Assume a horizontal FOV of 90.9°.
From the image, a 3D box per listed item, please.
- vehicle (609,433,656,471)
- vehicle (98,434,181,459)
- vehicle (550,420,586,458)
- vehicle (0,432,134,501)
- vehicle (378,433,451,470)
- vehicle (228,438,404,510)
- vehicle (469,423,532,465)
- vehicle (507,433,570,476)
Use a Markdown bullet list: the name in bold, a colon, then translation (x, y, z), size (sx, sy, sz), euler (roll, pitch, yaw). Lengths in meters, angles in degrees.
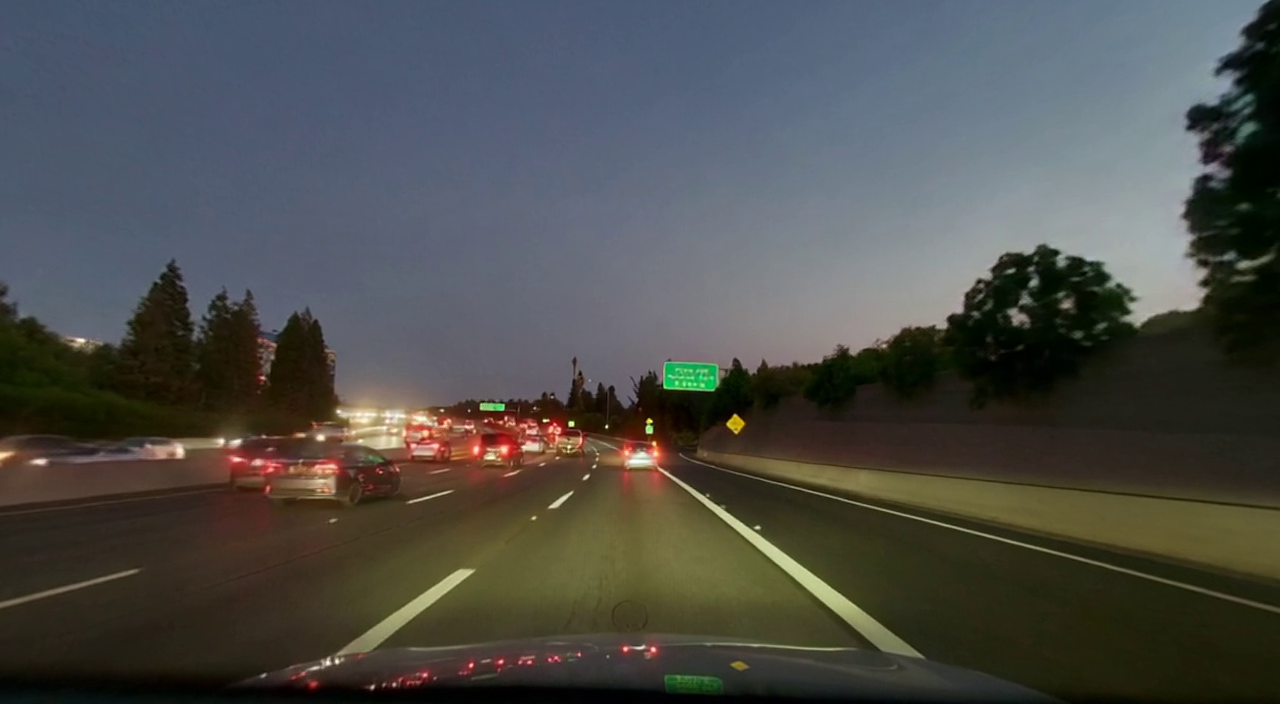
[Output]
- **vehicle**: translation (-0.387, 4.740, 29.990), size (2.092, 1.671, 3.772), euler (0, -8, -2)
- **vehicle**: translation (-32.583, 6.176, 41.265), size (1.844, 1.520, 4.578), euler (0, -8, -3)
- **vehicle**: translation (-5.381, 6.604, 47.702), size (2.279, 2.672, 5.256), euler (0, -8, -2)
- **vehicle**: translation (-15.870, 2.902, 16.333), size (1.926, 1.587, 4.354), euler (0, -8, -1)
- **vehicle**: translation (-11.818, 5.262, 33.486), size (2.079, 1.807, 5.187), euler (0, -8, -2)
- **vehicle**: translation (-7.563, 2.854, 15.321), size (1.896, 1.465, 4.399), euler (0, -8, 1)
- **vehicle**: translation (-8.694, 5.852, 40.109), size (2.773, 2.402, 6.232), euler (0, -8, -2)
- **vehicle**: translation (-4.160, 4.279, 26.502), size (2.005, 1.631, 4.295), euler (0, -8, -1)
